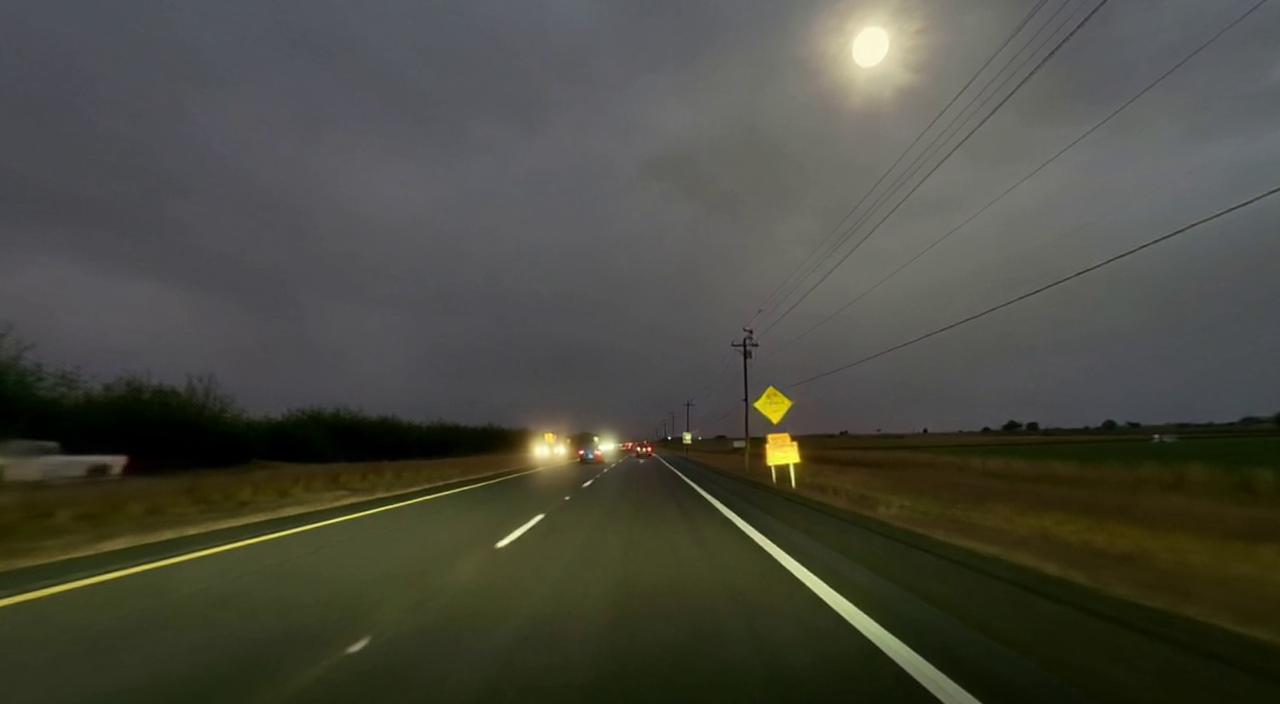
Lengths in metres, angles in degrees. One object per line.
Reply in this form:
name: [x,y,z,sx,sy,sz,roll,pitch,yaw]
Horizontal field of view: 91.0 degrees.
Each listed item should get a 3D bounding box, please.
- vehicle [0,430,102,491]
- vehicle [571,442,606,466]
vehicle: [-21.381,3.507,20.341,2.445,1.917,6.250,0,-9,0]
vehicle: [-3.572,7.259,44.807,2.120,1.597,4.810,0,-9,0]
